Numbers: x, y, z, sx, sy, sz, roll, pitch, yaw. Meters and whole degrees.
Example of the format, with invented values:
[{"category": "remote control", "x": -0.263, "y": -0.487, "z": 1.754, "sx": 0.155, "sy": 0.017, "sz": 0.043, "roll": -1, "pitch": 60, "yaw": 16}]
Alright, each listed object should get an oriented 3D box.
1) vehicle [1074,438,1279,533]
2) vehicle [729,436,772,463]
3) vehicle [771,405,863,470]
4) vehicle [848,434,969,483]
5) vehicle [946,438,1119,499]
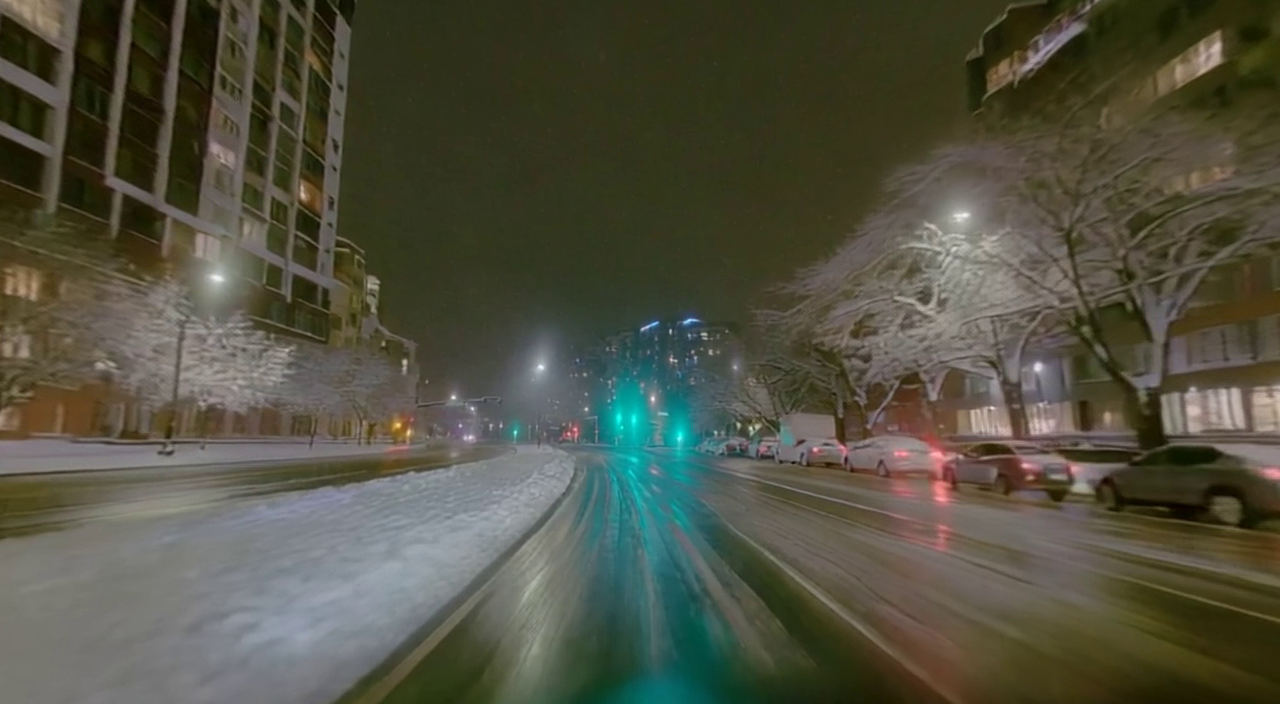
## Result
[{"category": "vehicle", "x": 10.857, "y": 2.374, "z": 11.828, "sx": 1.895, "sy": 1.467, "sz": 4.885, "roll": 0, "pitch": -9, "yaw": -1}, {"category": "vehicle", "x": 8.495, "y": 7.557, "z": 48.919, "sx": 1.916, "sy": 1.889, "sz": 4.675, "roll": 5, "pitch": -9, "yaw": -7}, {"category": "vehicle", "x": 9.620, "y": 4.812, "z": 35.139, "sx": 2.853, "sy": 3.253, "sz": 6.441, "roll": 1, "pitch": -9, "yaw": -4}, {"category": "vehicle", "x": 10.355, "y": 4.151, "z": 24.961, "sx": 2.050, "sy": 1.699, "sz": 5.584, "roll": 1, "pitch": -9, "yaw": -3}, {"category": "vehicle", "x": 10.756, "y": 3.195, "z": 17.785, "sx": 1.801, "sy": 1.489, "sz": 4.339, "roll": 1, "pitch": -9, "yaw": -5}]
